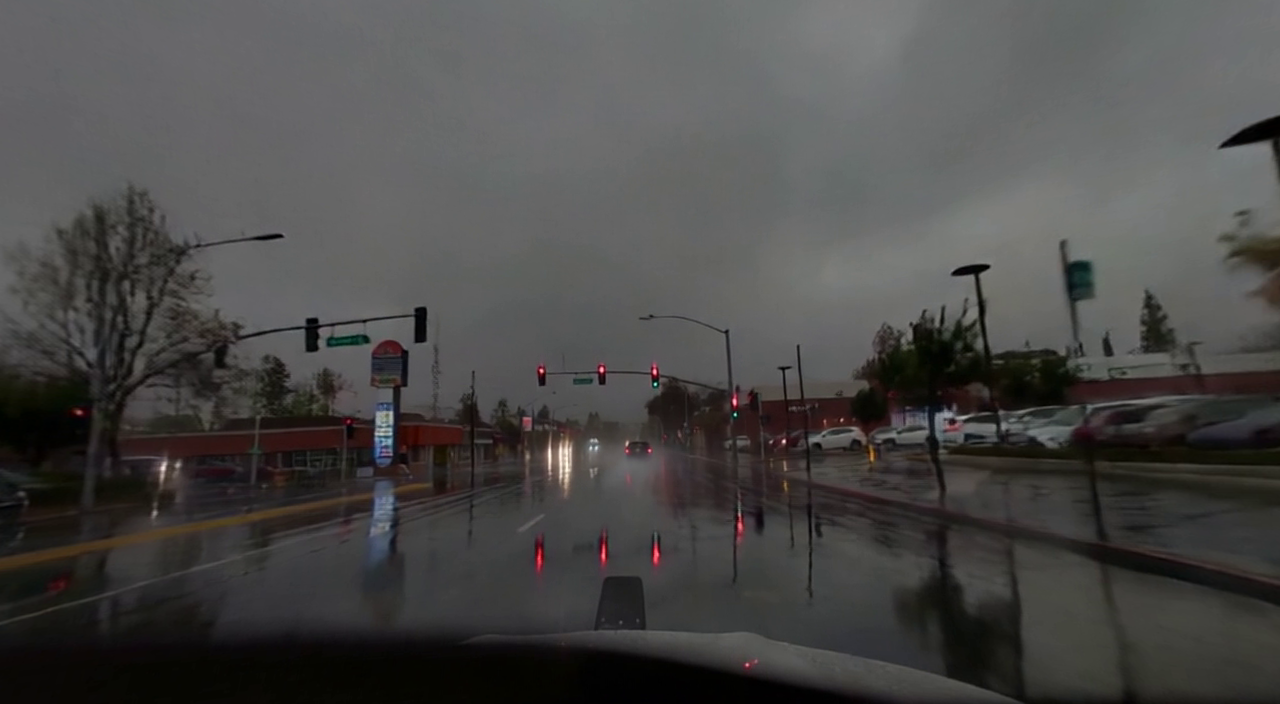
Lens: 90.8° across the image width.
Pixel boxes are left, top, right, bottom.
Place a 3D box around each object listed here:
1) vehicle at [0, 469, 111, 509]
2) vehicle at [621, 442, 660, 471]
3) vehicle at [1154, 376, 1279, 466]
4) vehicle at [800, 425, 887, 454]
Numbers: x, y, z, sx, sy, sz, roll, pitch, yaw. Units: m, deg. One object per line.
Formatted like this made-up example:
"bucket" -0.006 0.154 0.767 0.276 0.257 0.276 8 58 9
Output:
"vehicle" -26.033 5.886 27.259 2.007 1.466 4.543 -8 -11 40
"vehicle" 0.022 5.666 34.474 1.977 1.451 4.032 0 -9 0
"vehicle" 12.922 1.346 12.007 4.466 1.553 2.060 0 -9 -1
"vehicle" 13.196 5.699 41.229 4.852 1.805 2.155 0 -9 -2
